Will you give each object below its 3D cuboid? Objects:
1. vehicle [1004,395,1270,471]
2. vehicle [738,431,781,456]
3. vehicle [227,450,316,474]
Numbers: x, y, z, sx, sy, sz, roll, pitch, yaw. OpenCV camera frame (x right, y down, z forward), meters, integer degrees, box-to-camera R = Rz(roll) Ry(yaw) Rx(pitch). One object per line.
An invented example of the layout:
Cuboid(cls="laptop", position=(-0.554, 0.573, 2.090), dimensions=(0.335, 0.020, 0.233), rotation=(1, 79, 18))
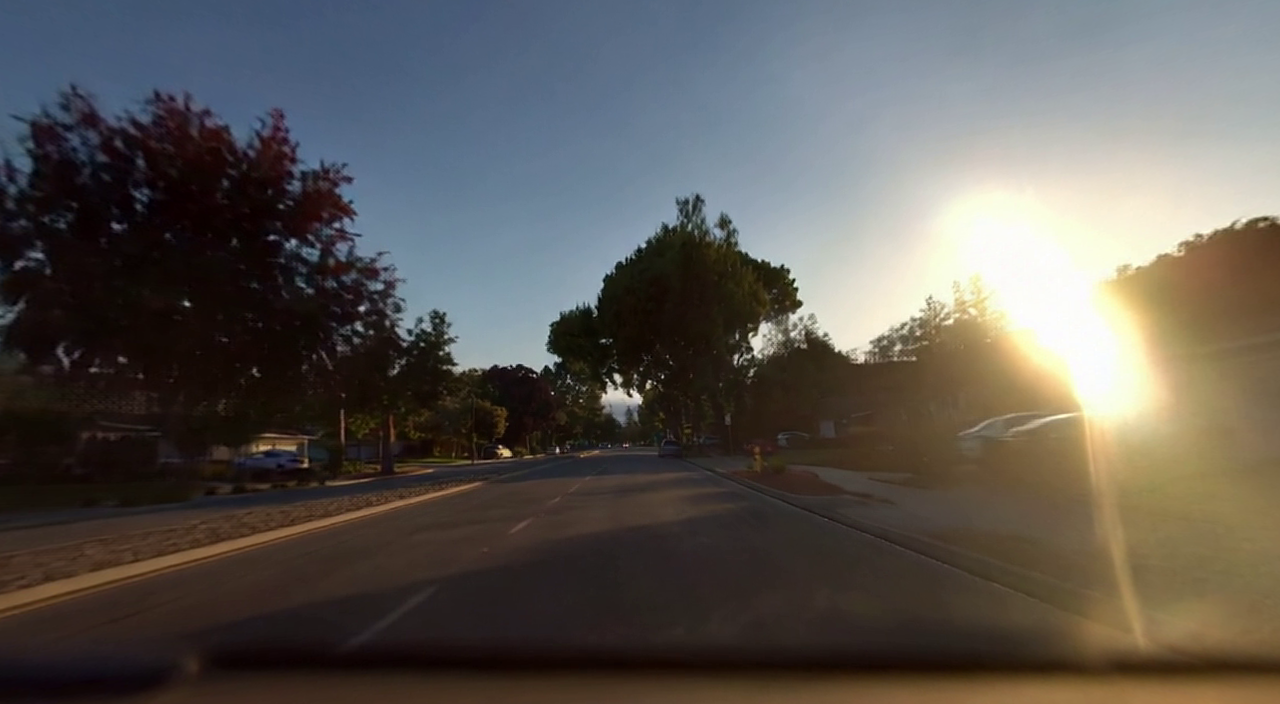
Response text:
Cuboid(cls="vehicle", position=(11.707, 1.970, 15.210), dimensions=(4.545, 1.680, 2.001), rotation=(-1, -8, 4))
Cuboid(cls="vehicle", position=(9.109, 7.032, 48.600), dimensions=(1.971, 1.641, 5.191), rotation=(-4, -8, -3))
Cuboid(cls="vehicle", position=(-24.088, 7.189, 41.442), dimensions=(4.595, 1.491, 1.902), rotation=(0, -8, -1))
